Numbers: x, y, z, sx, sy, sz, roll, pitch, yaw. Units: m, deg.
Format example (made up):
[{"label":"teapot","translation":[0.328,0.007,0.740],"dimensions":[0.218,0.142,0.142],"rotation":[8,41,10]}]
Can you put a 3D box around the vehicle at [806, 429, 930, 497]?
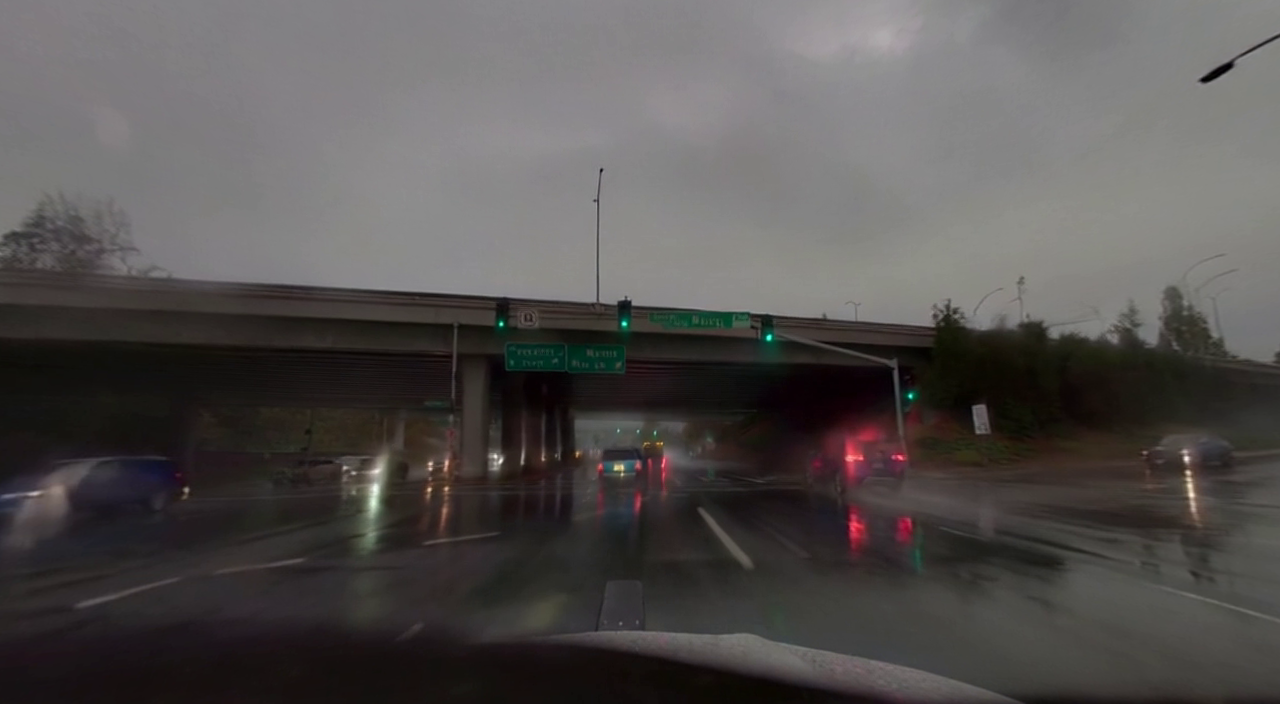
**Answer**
[{"label":"vehicle","translation":[6.683,3.286,19.114],"dimensions":[2.074,1.785,4.320],"rotation":[0,-8,-1]}]

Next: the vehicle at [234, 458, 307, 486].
[{"label":"vehicle","translation":[-23.249,7.525,39.996],"dimensions":[1.849,1.539,4.665],"rotation":[0,-8,-1]}]

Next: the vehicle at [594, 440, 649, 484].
[{"label":"vehicle","translation":[-0.708,4.821,28.006],"dimensions":[2.060,1.768,4.681],"rotation":[-1,-8,3]}]

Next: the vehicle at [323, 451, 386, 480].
[{"label":"vehicle","translation":[-19.255,7.632,42.832],"dimensions":[1.990,1.789,4.973],"rotation":[0,-8,-1]}]
